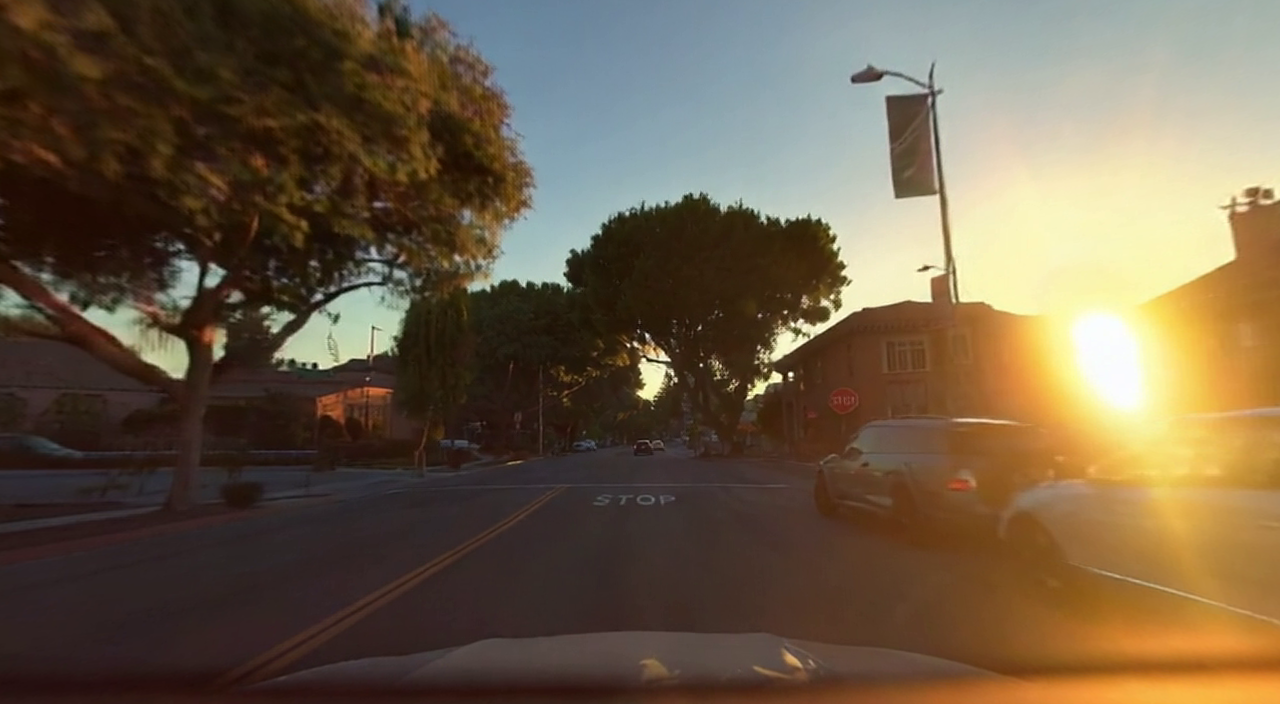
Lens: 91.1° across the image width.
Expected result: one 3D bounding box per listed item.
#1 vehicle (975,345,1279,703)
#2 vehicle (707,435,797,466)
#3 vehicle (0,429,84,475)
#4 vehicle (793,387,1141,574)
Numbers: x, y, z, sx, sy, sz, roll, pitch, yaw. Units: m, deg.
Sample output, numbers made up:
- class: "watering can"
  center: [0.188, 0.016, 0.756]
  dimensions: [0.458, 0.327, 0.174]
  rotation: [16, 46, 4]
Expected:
- class: "vehicle"
  center: [4.215, 0.973, 3.640]
  dimensions: [2.041, 1.838, 4.524]
  rotation: [0, -9, 0]
- class: "vehicle"
  center: [6.580, 5.769, 36.815]
  dimensions: [4.791, 1.733, 2.139]
  rotation: [-4, -9, 24]
- class: "vehicle"
  center: [-26.759, 4.206, 26.346]
  dimensions: [2.112, 1.834, 5.051]
  rotation: [-3, -7, 2]
- class: "vehicle"
  center: [4.213, 1.802, 9.679]
  dimensions: [2.226, 1.986, 5.786]
  rotation: [0, -8, 0]
